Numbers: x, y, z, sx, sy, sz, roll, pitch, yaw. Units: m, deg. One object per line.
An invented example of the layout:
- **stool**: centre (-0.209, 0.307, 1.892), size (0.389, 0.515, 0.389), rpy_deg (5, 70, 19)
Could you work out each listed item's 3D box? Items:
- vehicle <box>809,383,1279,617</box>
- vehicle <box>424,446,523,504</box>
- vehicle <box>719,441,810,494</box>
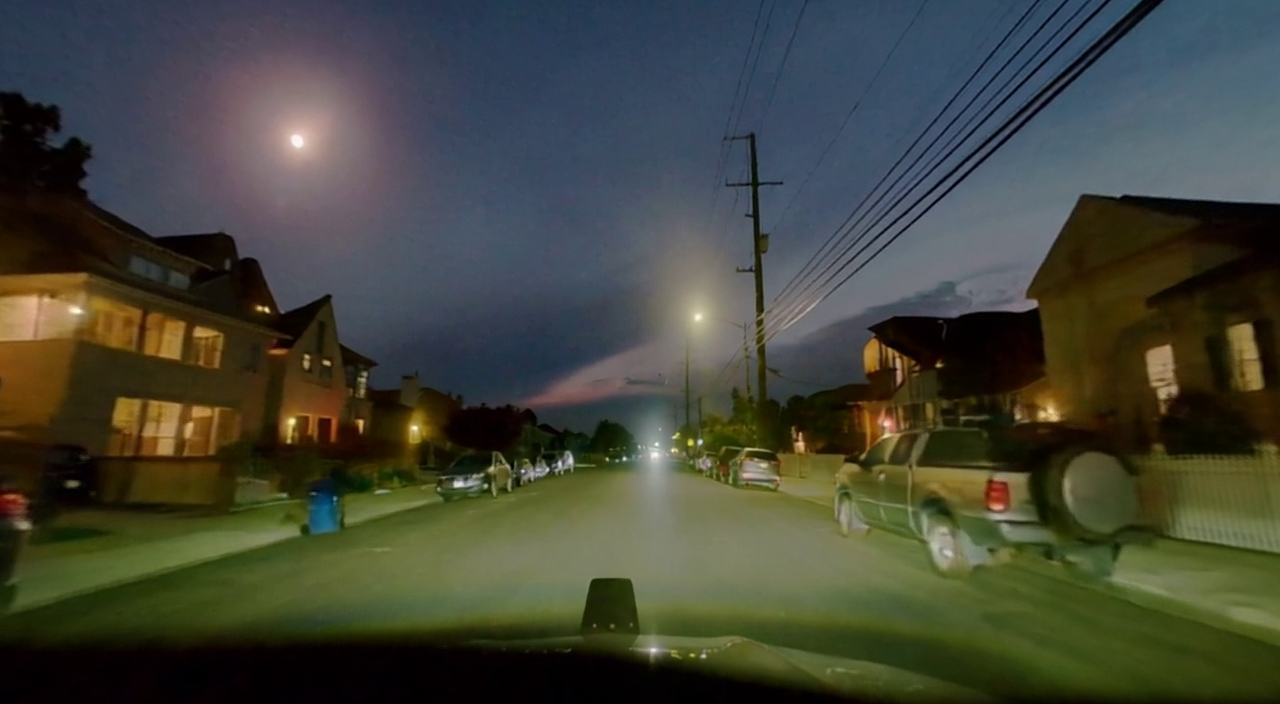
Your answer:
- **vehicle**: centre (4.421, 1.746, 8.574), size (2.547, 2.075, 5.693), rpy_deg (0, -9, -1)
- **vehicle**: centre (-5.215, 3.892, 20.474), size (1.971, 1.648, 4.638), rpy_deg (0, -9, 0)
- **vehicle**: centre (4.896, 4.663, 26.028), size (2.462, 1.894, 6.076), rpy_deg (0, -9, 0)
